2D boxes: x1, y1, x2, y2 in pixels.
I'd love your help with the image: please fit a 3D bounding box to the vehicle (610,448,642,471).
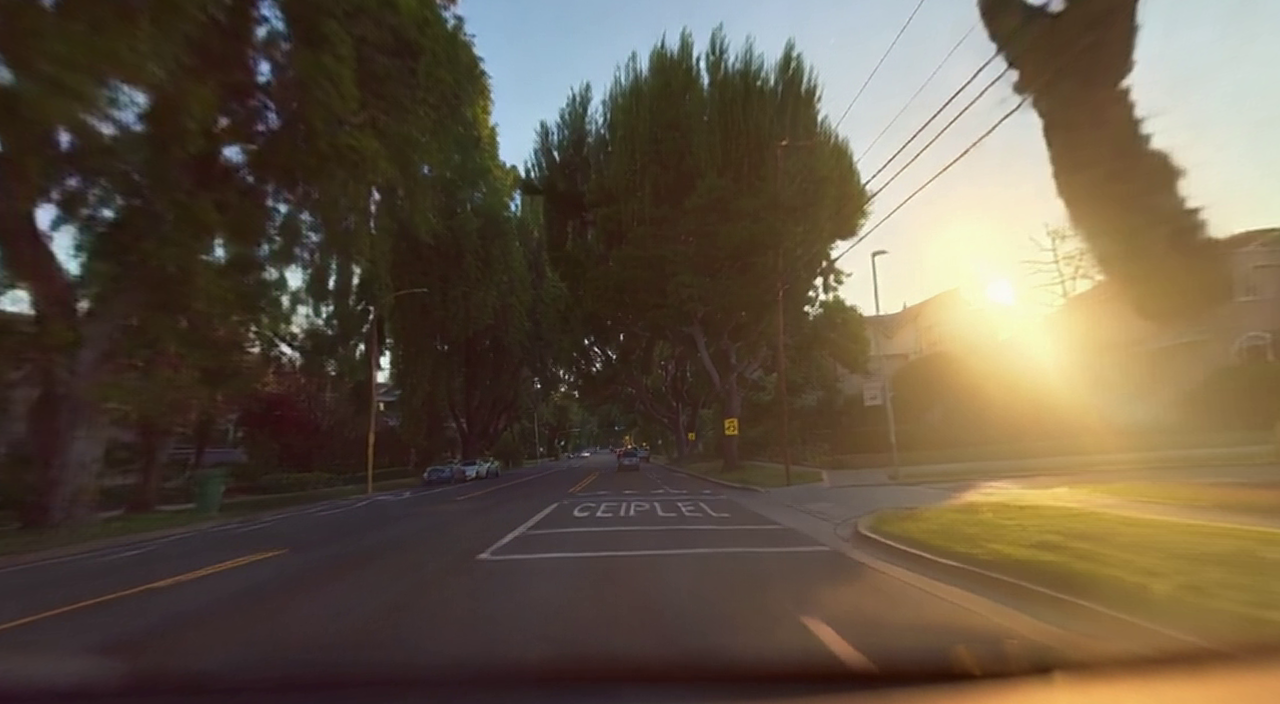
[{"bbox_3d":[-0.983,7.391,43.539,2.104,1.500,3.815,0,-9,-2],"label":"vehicle"}]
